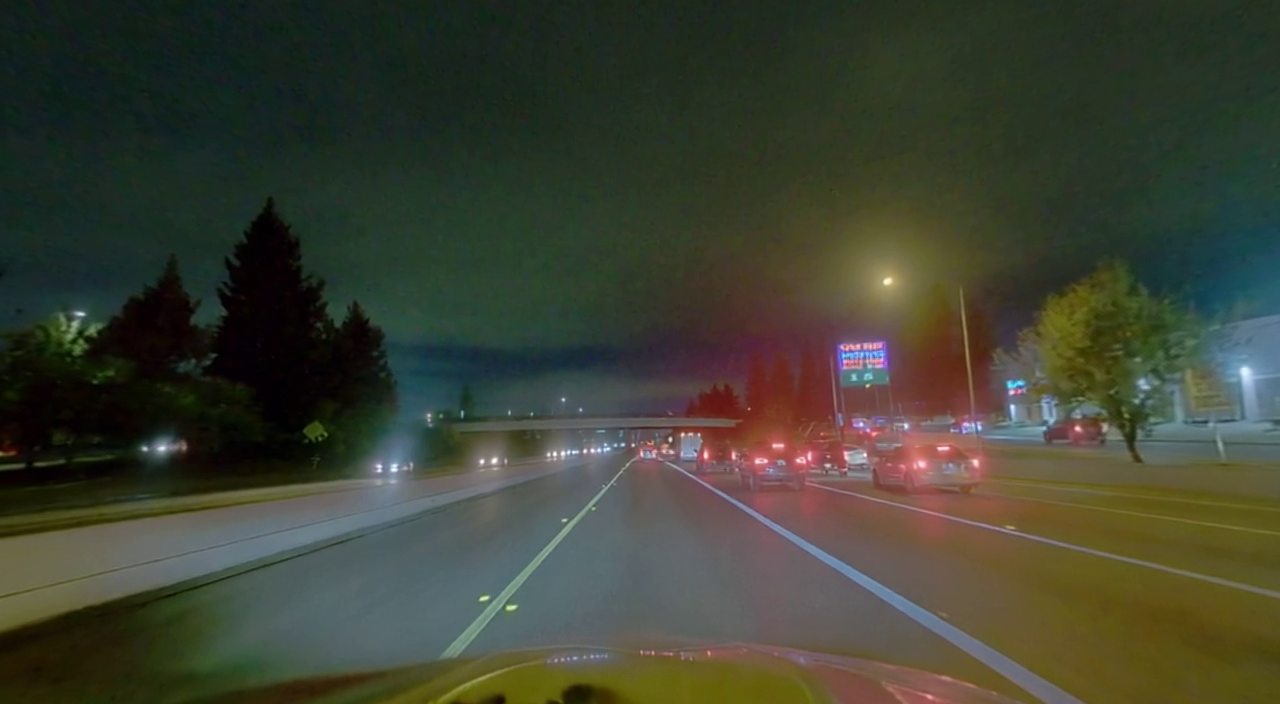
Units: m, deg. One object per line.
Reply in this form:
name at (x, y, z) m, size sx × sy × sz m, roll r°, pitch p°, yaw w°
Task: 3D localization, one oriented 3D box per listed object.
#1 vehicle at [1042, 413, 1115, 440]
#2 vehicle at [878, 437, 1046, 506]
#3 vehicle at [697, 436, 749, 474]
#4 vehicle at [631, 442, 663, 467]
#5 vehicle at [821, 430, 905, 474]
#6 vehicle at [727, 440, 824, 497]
vehicle at (31.971, 5.510, 46.218) m, size 2.131 × 1.840 × 4.870 m, roll -1°, pitch -9°, yaw 5°
vehicle at (7.846, 2.932, 15.946) m, size 1.919 × 1.476 × 4.303 m, roll 0°, pitch -9°, yaw -1°
vehicle at (4.314, 5.468, 33.636) m, size 2.086 × 1.858 × 4.737 m, roll 0°, pitch -9°, yaw -1°
vehicle at (0.438, 7.172, 44.096) m, size 2.124 × 1.639 × 4.122 m, roll 0°, pitch -9°, yaw 0°
vehicle at (11.198, 5.079, 32.252) m, size 2.193 × 2.025 × 5.606 m, roll 0°, pitch -9°, yaw 0°
vehicle at (3.884, 3.424, 18.911) m, size 1.902 × 1.481 × 4.451 m, roll 0°, pitch -9°, yaw -1°
